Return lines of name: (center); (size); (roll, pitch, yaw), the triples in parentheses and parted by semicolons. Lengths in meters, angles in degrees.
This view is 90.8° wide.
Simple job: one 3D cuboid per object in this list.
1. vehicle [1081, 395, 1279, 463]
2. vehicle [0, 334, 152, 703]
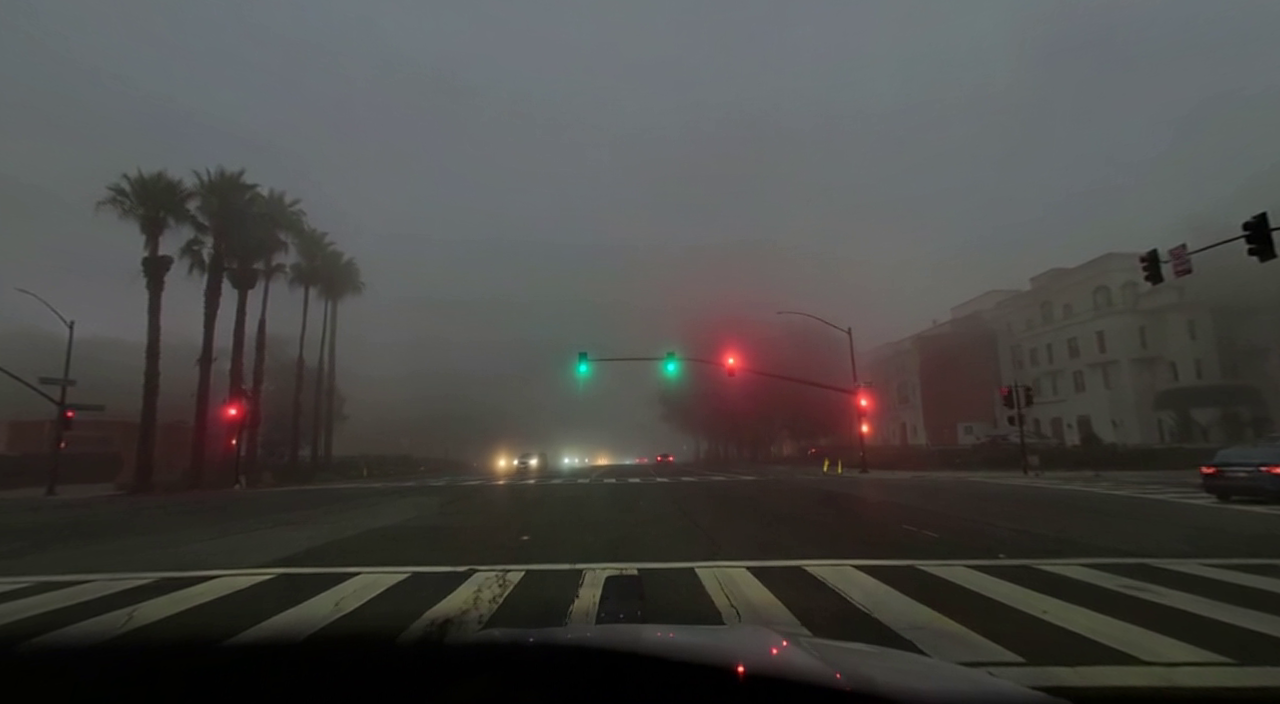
vehicle: (32.583, 4.852, 39.008); (2.863, 3.609, 10.252); (0, -8, -3)
vehicle: (-3.364, 0.535, 0.615); (2.026, 1.723, 4.832); (0, -9, -2)
